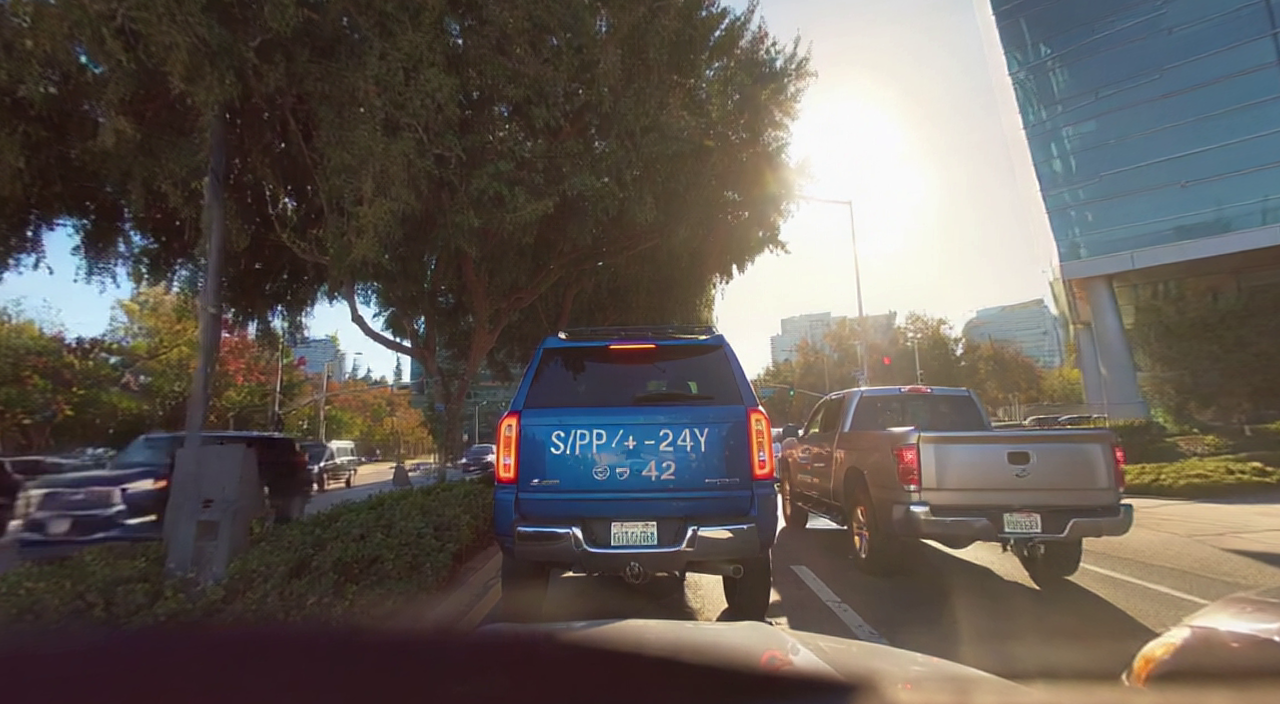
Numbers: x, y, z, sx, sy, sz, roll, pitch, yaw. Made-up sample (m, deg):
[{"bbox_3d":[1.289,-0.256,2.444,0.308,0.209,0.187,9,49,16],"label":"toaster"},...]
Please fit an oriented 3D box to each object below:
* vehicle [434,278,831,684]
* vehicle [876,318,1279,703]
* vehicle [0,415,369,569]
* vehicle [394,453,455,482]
[{"bbox_3d":[0.011,1.035,5.936,2.267,2.372,4.366,0,-8,2],"label":"vehicle"},{"bbox_3d":[3.081,0.982,3.470,2.022,1.700,4.410,0,-8,3],"label":"vehicle"},{"bbox_3d":[-9.067,2.761,13.757,2.873,2.199,8.099,-4,-8,-1],"label":"vehicle"},{"bbox_3d":[-15.241,8.151,44.937,2.214,1.815,5.613,0,-8,2],"label":"vehicle"}]
